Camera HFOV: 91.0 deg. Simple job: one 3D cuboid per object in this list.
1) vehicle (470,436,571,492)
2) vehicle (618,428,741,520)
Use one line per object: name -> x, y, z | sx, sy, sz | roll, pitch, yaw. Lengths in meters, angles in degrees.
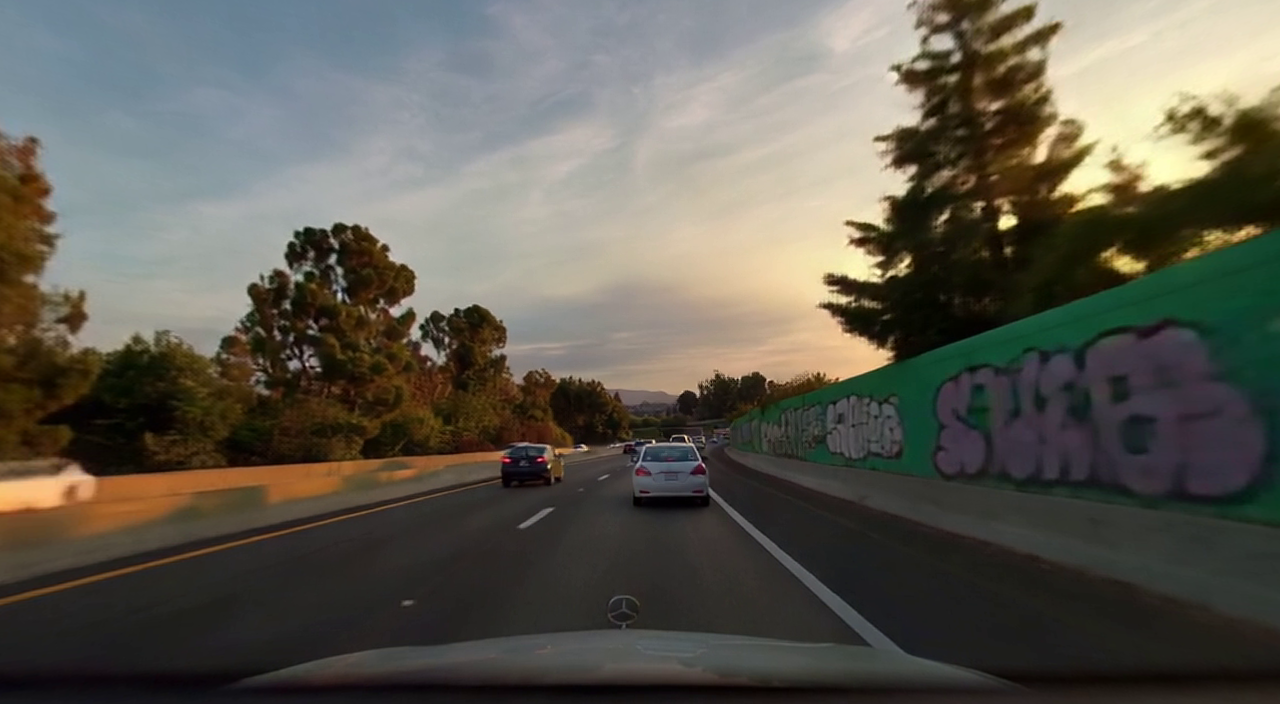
vehicle -> -3.425, 3.297, 18.877 | 2.059, 1.471, 4.152 | 0, -8, 2
vehicle -> 0.702, 2.353, 12.647 | 2.077, 1.533, 3.854 | 0, -8, 1
